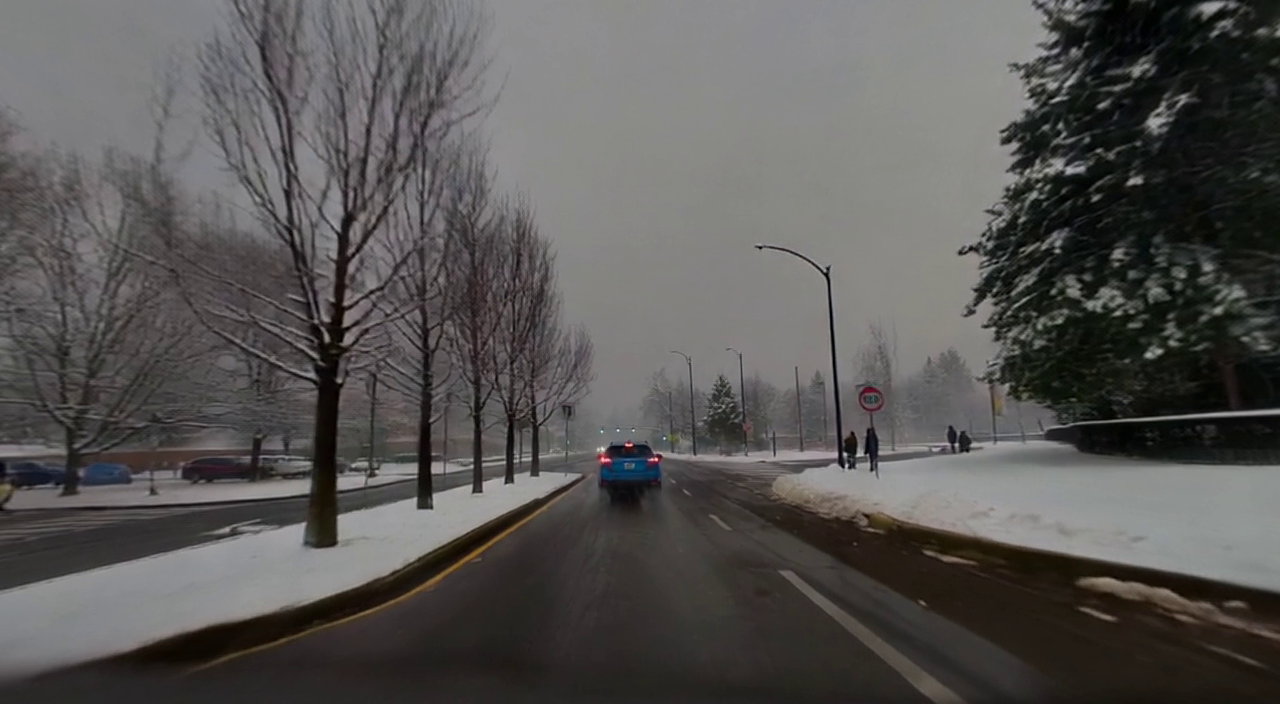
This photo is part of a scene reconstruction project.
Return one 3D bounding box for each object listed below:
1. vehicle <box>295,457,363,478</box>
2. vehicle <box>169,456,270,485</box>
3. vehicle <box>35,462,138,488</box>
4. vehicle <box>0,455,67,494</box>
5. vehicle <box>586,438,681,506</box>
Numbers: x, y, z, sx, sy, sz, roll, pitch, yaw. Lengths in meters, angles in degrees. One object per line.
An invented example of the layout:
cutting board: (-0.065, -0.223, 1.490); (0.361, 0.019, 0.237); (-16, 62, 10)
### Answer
vehicle: (-23.173, 8.618, 47.216); (4.086, 1.478, 1.844); (0, -8, -4)
vehicle: (-22.957, 6.469, 34.597); (4.038, 1.531, 2.015); (0, -9, -3)
vehicle: (-35.359, 7.876, 40.464); (4.500, 1.542, 2.155); (0, -9, -1)
vehicle: (-35.745, 6.840, 35.362); (5.087, 1.999, 2.056); (0, -8, -2)
vehicle: (-0.197, 3.141, 17.023); (2.221, 1.570, 4.398); (0, -8, -1)
